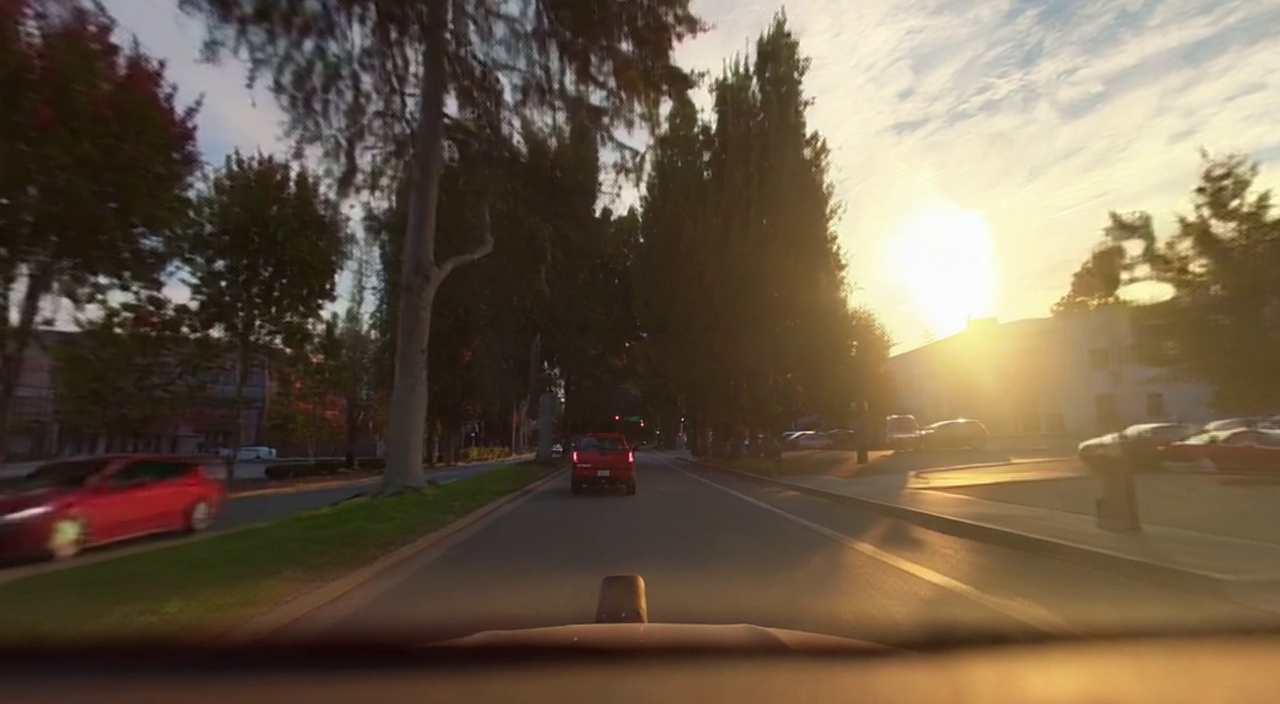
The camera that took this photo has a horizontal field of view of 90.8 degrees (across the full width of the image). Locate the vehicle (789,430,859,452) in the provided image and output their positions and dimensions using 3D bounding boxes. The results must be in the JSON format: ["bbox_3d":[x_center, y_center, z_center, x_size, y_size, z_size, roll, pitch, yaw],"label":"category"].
[{"bbox_3d":[12.327,5.994,42.563,4.090,1.433,1.983,0,-8,-2],"label":"vehicle"}]

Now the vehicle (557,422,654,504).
[{"bbox_3d":[-0.843,2.903,17.073,2.157,1.816,5.804,0,-8,-1],"label":"vehicle"}]

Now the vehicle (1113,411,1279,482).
[{"bbox_3d":[14.163,2.101,14.073,5.344,1.440,2.318,0,-8,2],"label":"vehicle"}]

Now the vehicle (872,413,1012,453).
[{"bbox_3d":[12.837,3.482,27.117,4.788,1.625,2.319,0,-8,-3],"label":"vehicle"}]

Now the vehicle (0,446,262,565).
[{"bbox_3d":[-8.616,2.309,10.422,2.027,1.493,4.707,0,-8,-3],"label":"vehicle"}]
